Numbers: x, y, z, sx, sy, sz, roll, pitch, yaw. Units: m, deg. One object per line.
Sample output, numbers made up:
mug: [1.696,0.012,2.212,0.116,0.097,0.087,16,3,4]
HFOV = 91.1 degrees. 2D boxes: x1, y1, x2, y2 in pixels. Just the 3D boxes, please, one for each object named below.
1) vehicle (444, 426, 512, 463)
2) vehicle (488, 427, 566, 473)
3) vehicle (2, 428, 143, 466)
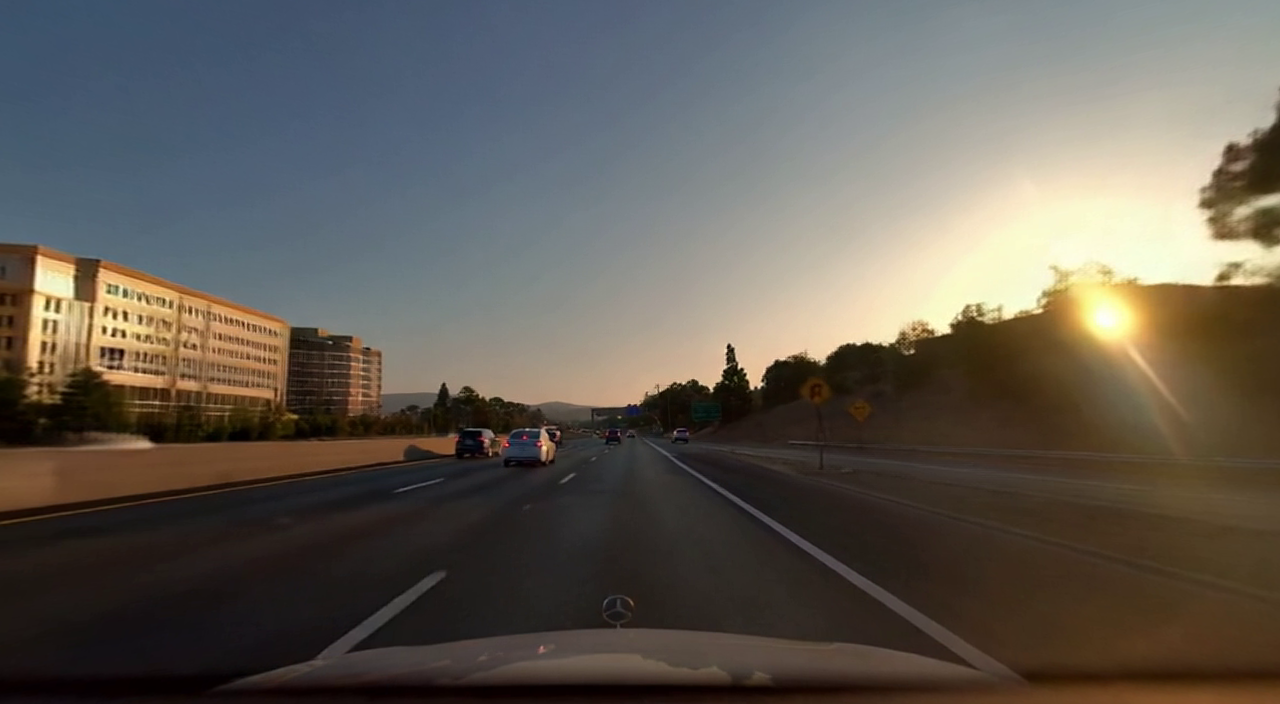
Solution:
vehicle: [-7.550,4.339,29.727,1.985,1.575,4.453,0,-8,1]
vehicle: [-3.968,3.539,22.906,1.996,1.490,4.571,0,-8,0]
vehicle: [-24.738,4.139,27.711,1.782,1.520,4.747,0,-8,0]
